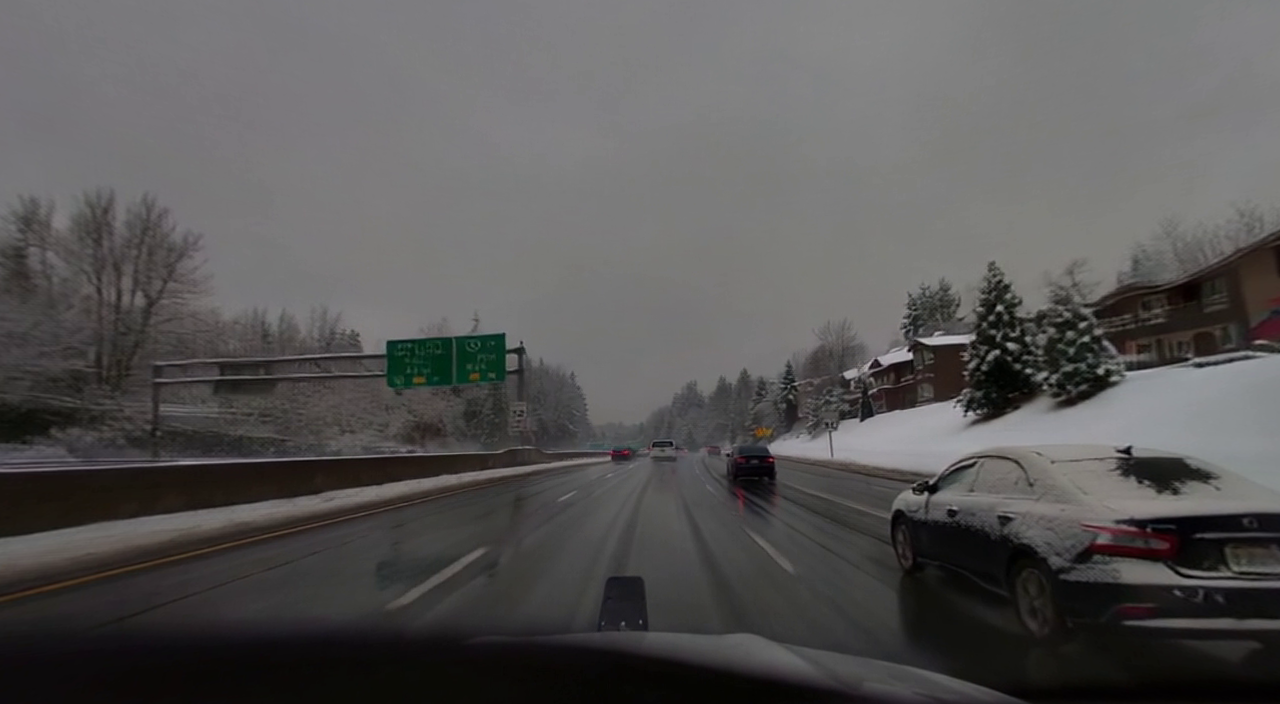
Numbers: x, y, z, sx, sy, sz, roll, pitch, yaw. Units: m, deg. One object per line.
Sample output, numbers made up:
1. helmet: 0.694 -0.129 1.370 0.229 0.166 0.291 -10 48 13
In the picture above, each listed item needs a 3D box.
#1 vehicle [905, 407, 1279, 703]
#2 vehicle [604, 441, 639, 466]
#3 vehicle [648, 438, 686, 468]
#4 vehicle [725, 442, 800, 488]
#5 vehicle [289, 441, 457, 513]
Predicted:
1. vehicle: 3.635 1.224 4.207 1.912 1.509 4.291 0 -8 1
2. vehicle: -1.333 7.582 47.203 2.070 1.740 4.678 -1 -8 5
3. vehicle: 1.684 6.234 39.077 2.183 1.764 4.134 -1 -8 3
4. vehicle: 4.225 3.937 22.337 1.854 1.438 3.954 0 -8 0
5. vehicle: -6.325 2.977 15.631 2.050 1.507 4.375 -1 -8 3
